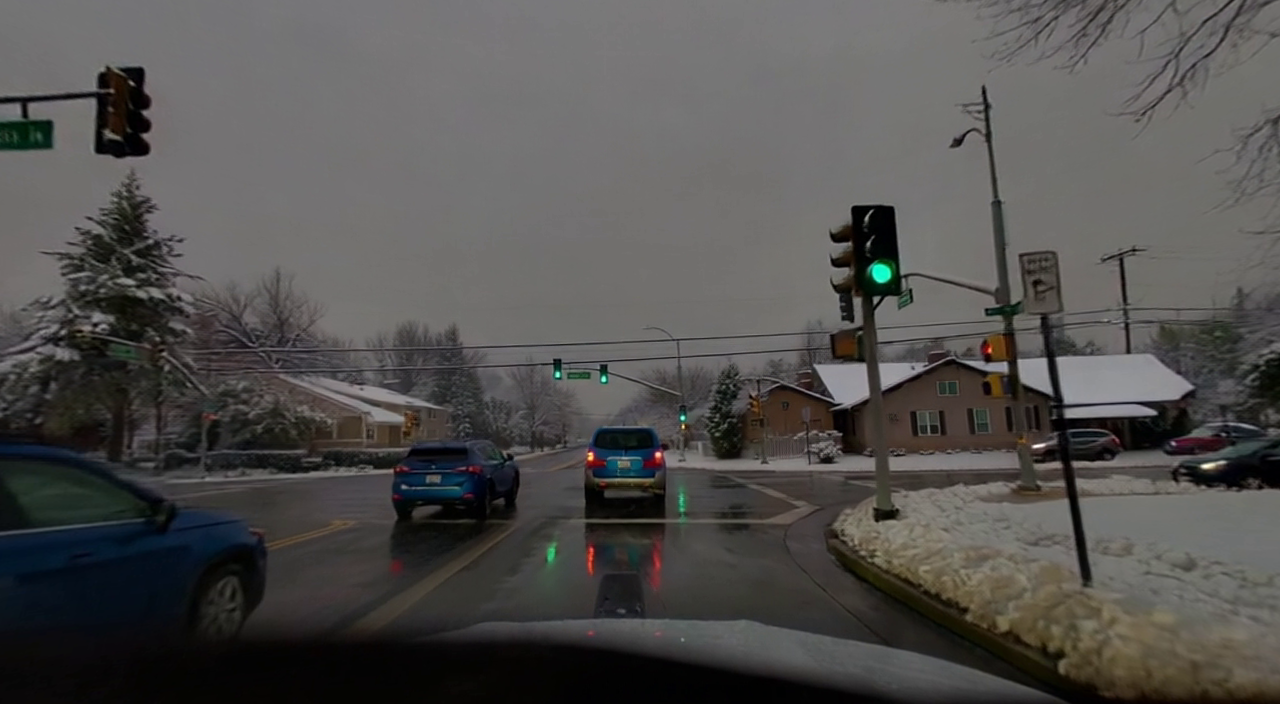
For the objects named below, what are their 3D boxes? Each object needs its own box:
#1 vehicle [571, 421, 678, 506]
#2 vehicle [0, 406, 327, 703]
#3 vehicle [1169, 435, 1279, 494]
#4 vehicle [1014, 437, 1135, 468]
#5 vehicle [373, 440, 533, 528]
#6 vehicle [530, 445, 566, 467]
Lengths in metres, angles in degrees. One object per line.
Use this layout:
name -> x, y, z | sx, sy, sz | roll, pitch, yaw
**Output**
vehicle -> -0.375, 2.854, 16.552 | 2.396, 1.881, 4.606 | 0, -8, -1
vehicle -> -3.424, 0.968, 2.461 | 1.977, 1.488, 4.741 | 0, -8, 0
vehicle -> 17.013, 2.868, 16.272 | 4.715, 1.439, 1.874 | -2, -9, 13
vehicle -> 20.966, 4.877, 30.657 | 4.353, 1.431, 1.876 | -2, -9, 13
vehicle -> -3.528, 2.542, 12.859 | 1.934, 1.459, 4.368 | 0, -8, 0
vehicle -> -7.064, 8.043, 49.014 | 2.069, 1.651, 4.431 | 0, -8, 1
